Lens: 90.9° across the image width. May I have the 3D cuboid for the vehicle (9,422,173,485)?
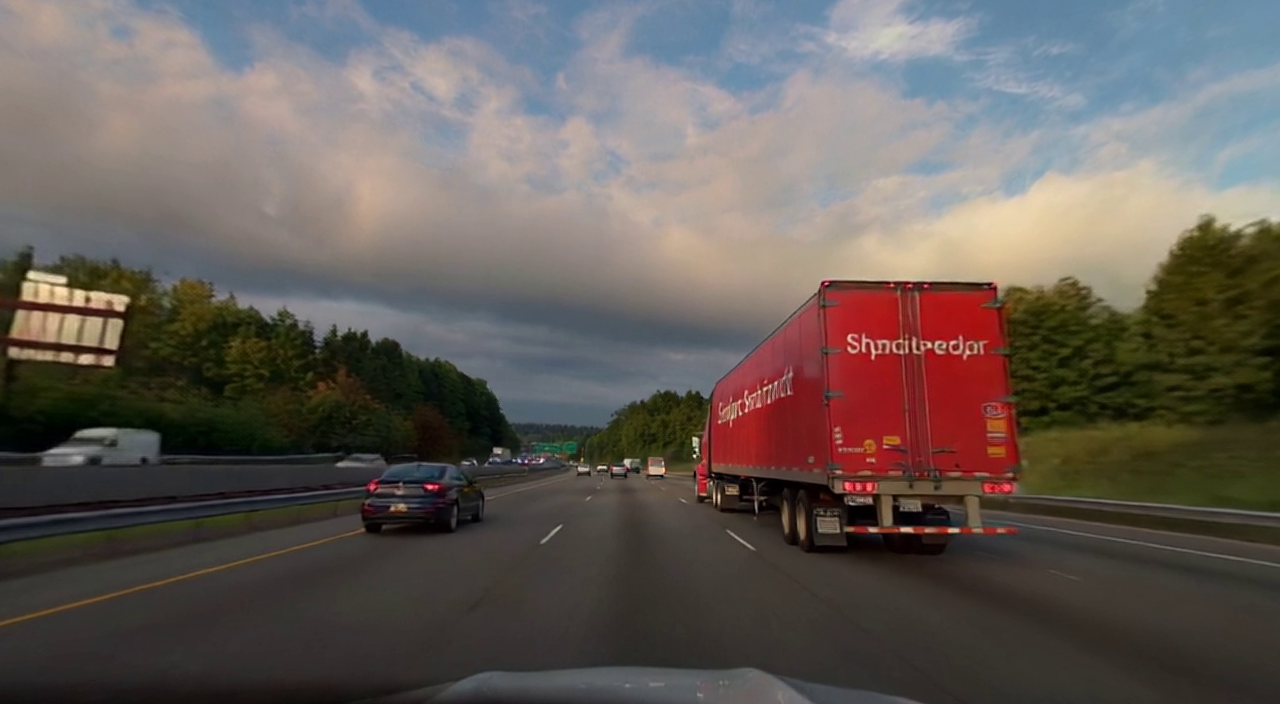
[{"bbox_3d":[-23.898,4.538,27.823,2.254,2.445,5.374,1,-10,0],"label":"vehicle"}]

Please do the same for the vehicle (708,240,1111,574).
[{"bbox_3d":[4.149,1.876,15.070,2.992,4.300,13.967,1,-10,-2],"label":"vehicle"}]

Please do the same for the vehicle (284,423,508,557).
[{"bbox_3d":[-3.811,2.307,10.969,2.070,1.775,4.646,1,-10,-1],"label":"vehicle"}]
